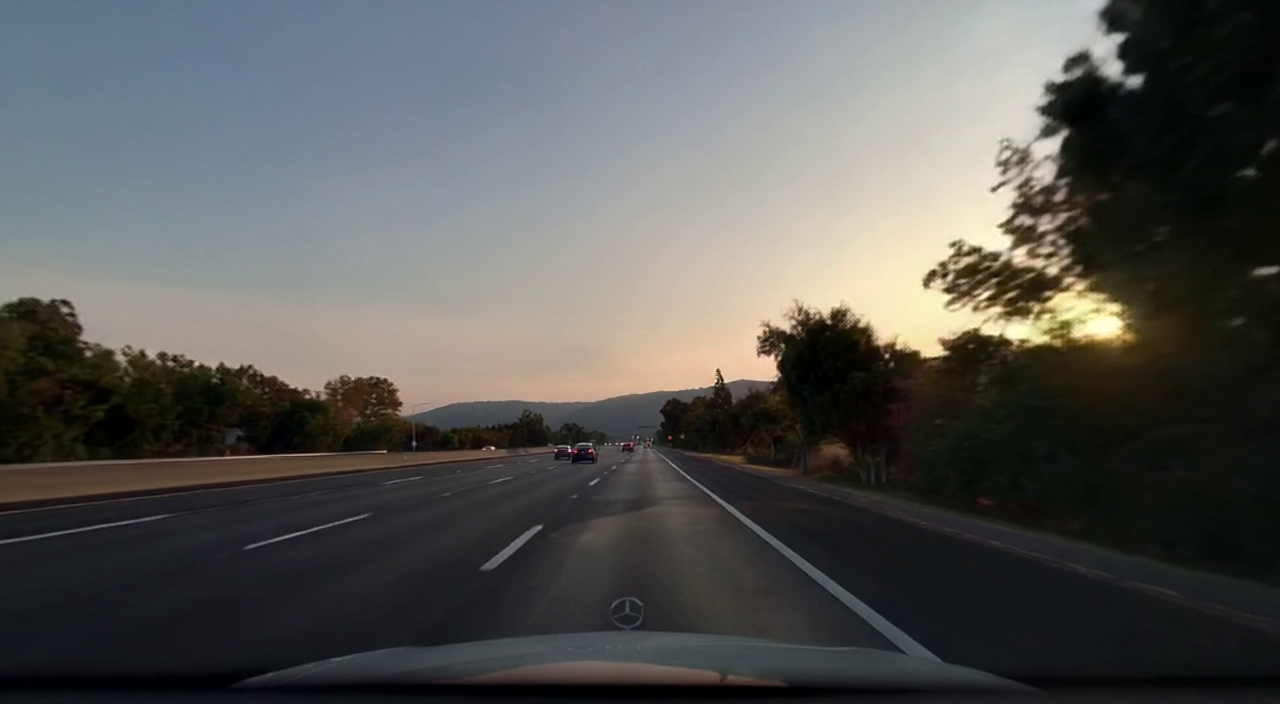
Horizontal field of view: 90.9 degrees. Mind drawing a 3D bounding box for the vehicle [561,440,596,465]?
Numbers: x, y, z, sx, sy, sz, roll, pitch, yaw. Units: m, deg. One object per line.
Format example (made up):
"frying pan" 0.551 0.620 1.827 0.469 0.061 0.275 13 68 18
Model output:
"vehicle" -3.804 6.336 39.790 1.786 1.488 4.023 0 -8 1
